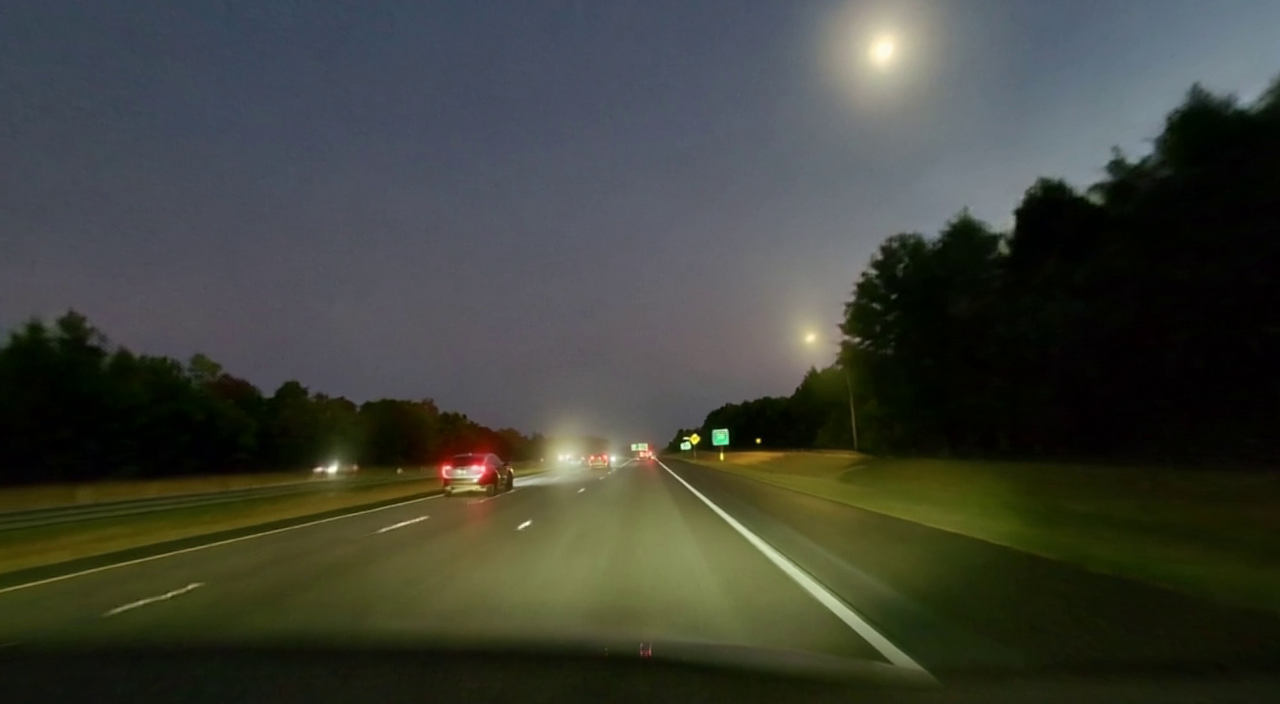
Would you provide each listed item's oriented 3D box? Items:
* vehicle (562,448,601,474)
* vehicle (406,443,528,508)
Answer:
[{"bbox_3d":[-3.522,6.663,38.629,2.005,1.474,3.921,0,-9,1],"label":"vehicle"},{"bbox_3d":[-4.478,3.276,17.159,1.975,1.501,4.603,0,-9,1],"label":"vehicle"}]
